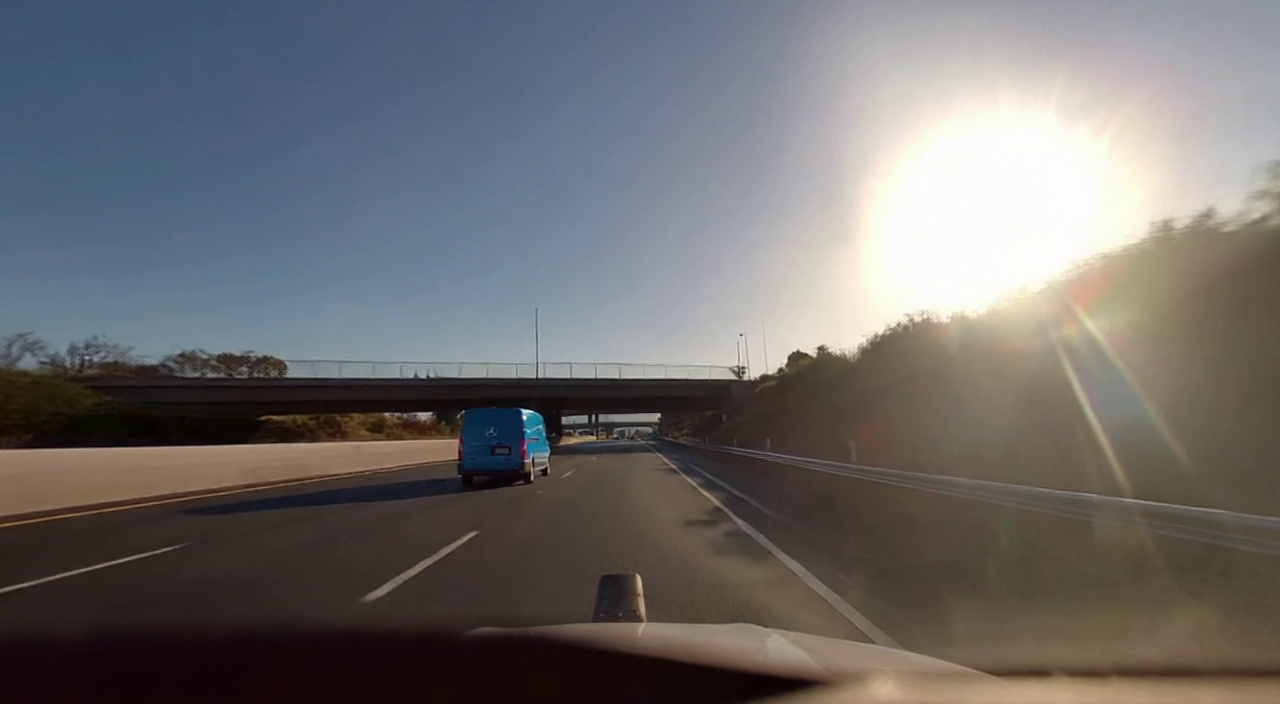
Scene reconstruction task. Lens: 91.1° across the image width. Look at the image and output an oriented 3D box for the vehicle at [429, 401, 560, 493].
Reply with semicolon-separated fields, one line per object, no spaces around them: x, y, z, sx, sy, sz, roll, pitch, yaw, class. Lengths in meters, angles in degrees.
-3.595;2.461;16.649;2.309;2.053;4.884;0;-8;0;vehicle
